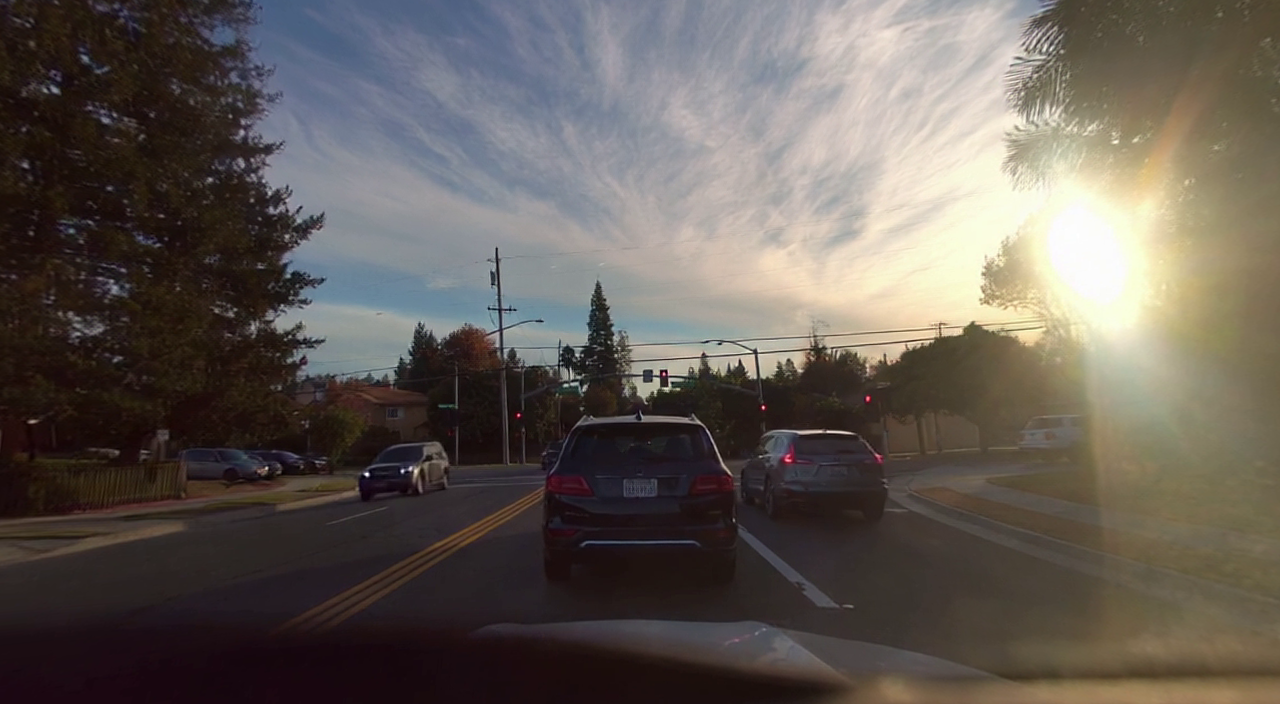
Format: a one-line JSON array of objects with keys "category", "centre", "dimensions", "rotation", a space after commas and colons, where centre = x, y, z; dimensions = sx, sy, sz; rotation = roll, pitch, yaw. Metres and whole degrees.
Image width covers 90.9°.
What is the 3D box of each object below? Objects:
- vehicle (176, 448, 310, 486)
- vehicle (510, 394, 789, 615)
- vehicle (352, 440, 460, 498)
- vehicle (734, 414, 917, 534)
[{"category": "vehicle", "centre": [-16.116, 4.653, 25.730], "dimensions": [4.245, 1.446, 1.827], "rotation": [0, -8, 1]}, {"category": "vehicle", "centre": [0.058, 1.479, 7.012], "dimensions": [2.151, 1.695, 4.100], "rotation": [0, -8, 0]}, {"category": "vehicle", "centre": [-7.477, 3.736, 20.584], "dimensions": [1.985, 1.672, 3.960], "rotation": [0, -8, 0]}, {"category": "vehicle", "centre": [3.076, 2.118, 11.527], "dimensions": [1.967, 1.756, 4.281], "rotation": [0, -8, -1]}]
